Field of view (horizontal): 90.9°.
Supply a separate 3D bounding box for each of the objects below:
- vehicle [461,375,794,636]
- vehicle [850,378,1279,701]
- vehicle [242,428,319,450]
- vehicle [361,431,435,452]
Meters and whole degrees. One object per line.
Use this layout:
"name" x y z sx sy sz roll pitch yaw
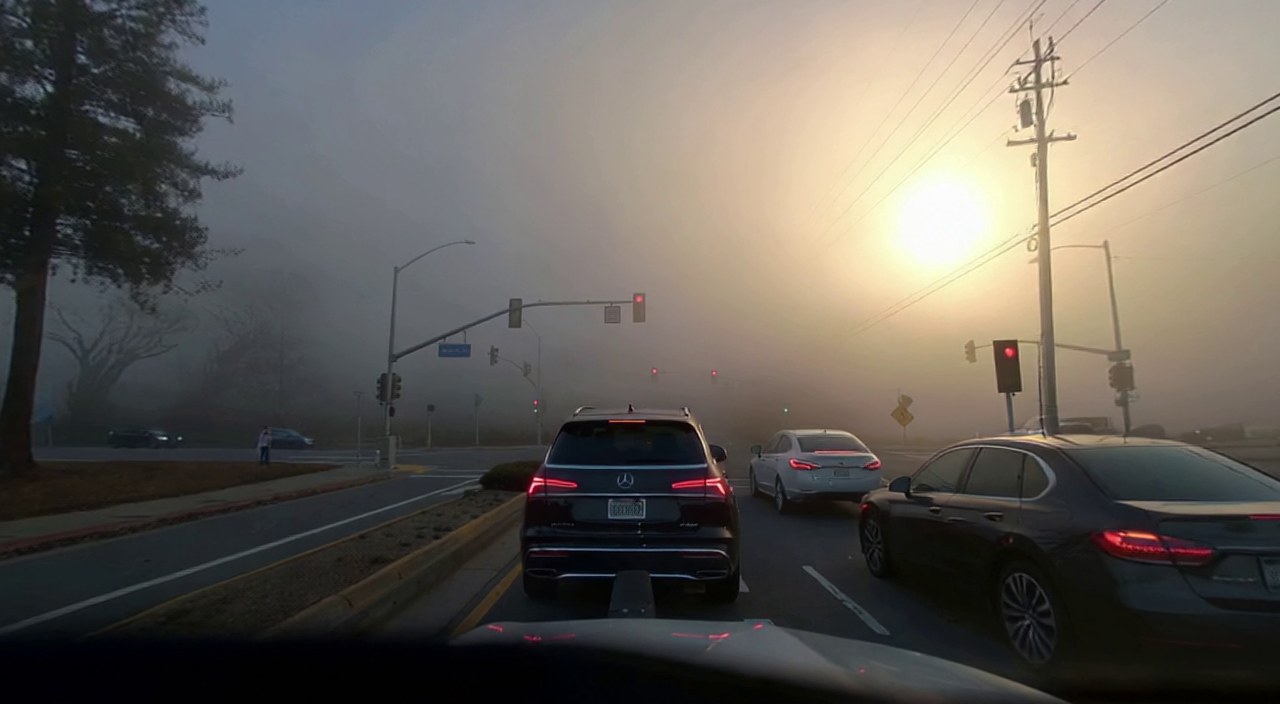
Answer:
"vehicle" -0.132 1.371 6.630 2.271 1.786 4.443 0 -8 -1
"vehicle" 3.557 1.298 5.569 1.948 1.677 4.437 0 -8 1
"vehicle" -26.832 6.525 47.219 4.587 1.639 1.878 0 -8 0
"vehicle" -17.749 6.559 46.368 4.607 1.478 1.995 0 -8 0
